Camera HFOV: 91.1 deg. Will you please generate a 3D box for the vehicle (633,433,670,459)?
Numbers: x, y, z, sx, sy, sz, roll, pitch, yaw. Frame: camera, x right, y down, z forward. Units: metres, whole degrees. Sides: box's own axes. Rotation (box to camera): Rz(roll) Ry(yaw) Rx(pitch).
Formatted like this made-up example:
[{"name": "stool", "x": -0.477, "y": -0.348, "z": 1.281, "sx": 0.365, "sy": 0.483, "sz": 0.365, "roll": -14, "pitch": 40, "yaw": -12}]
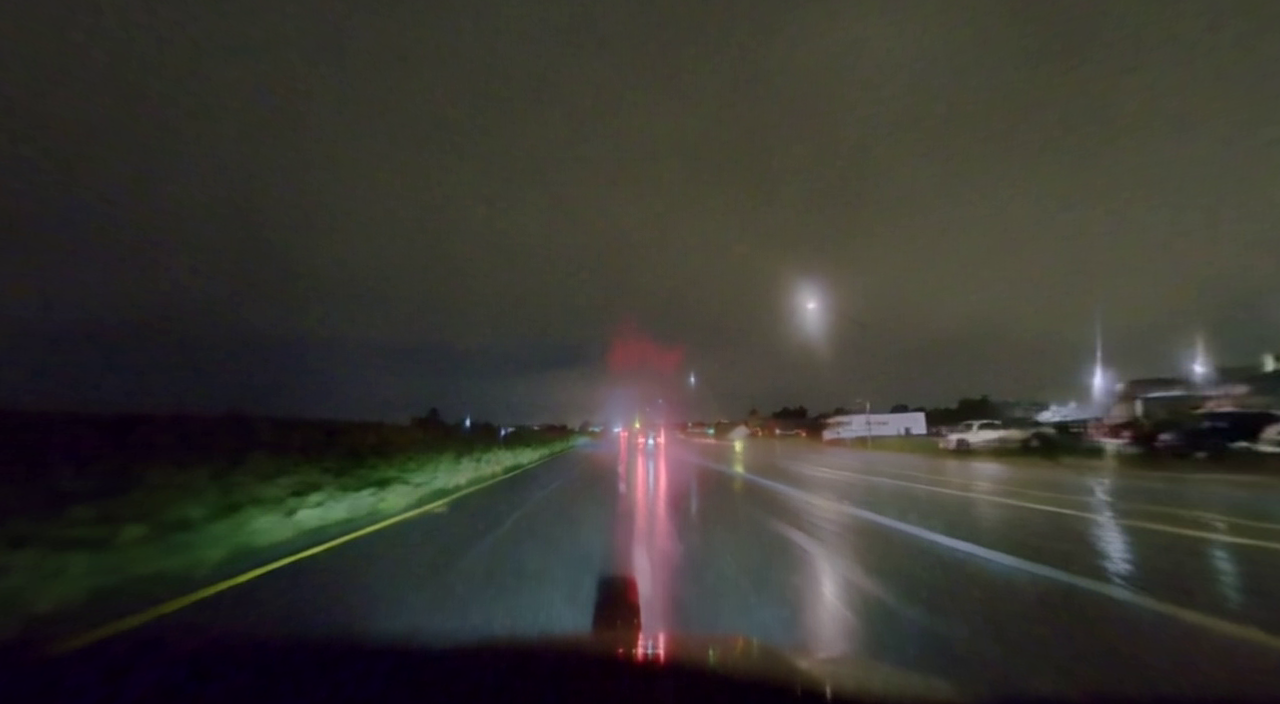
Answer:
[{"name": "vehicle", "x": 0.670, "y": 5.961, "z": 40.052, "sx": 2.037, "sy": 1.504, "sz": 4.248, "roll": 0, "pitch": -8, "yaw": -3}]
